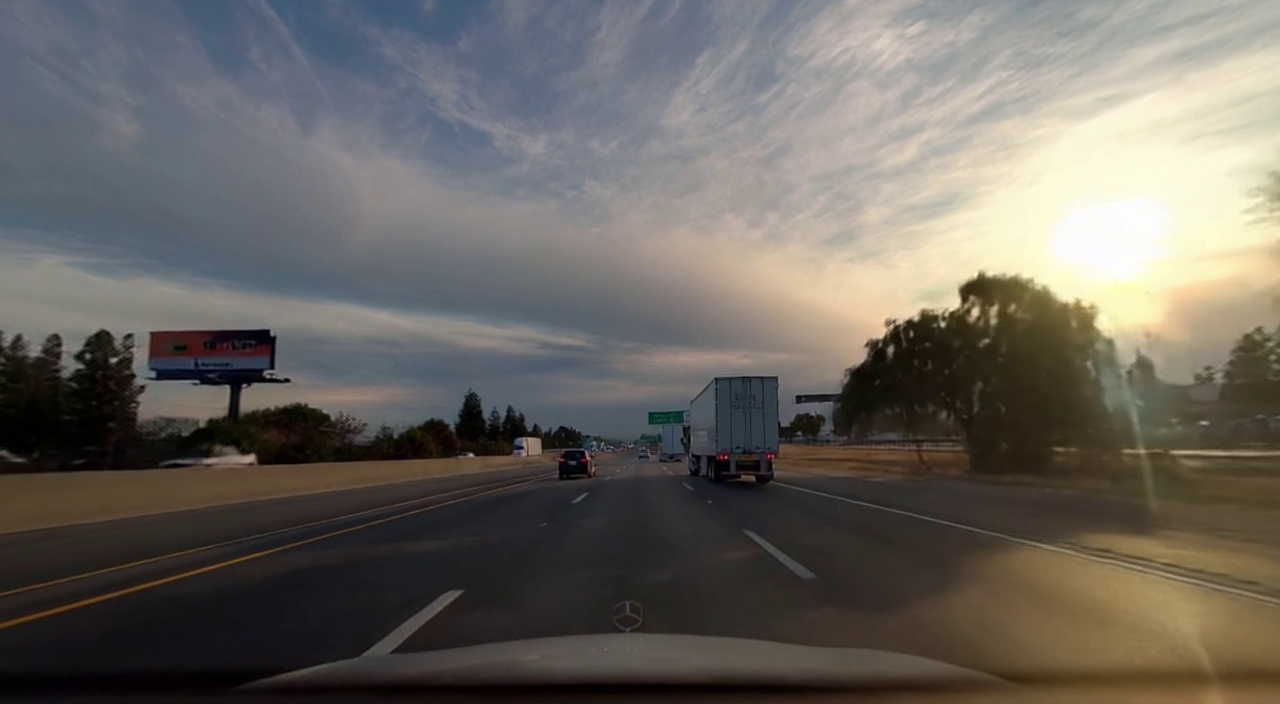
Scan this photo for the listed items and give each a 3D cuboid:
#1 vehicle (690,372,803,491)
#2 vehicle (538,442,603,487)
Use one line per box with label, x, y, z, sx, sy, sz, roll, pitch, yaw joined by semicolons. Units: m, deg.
vehicle;4.382;3.913;29.701;2.826;4.269;14.176;0;-9;0
vehicle;-2.989;4.969;28.224;2.291;1.788;4.825;0;-9;1
